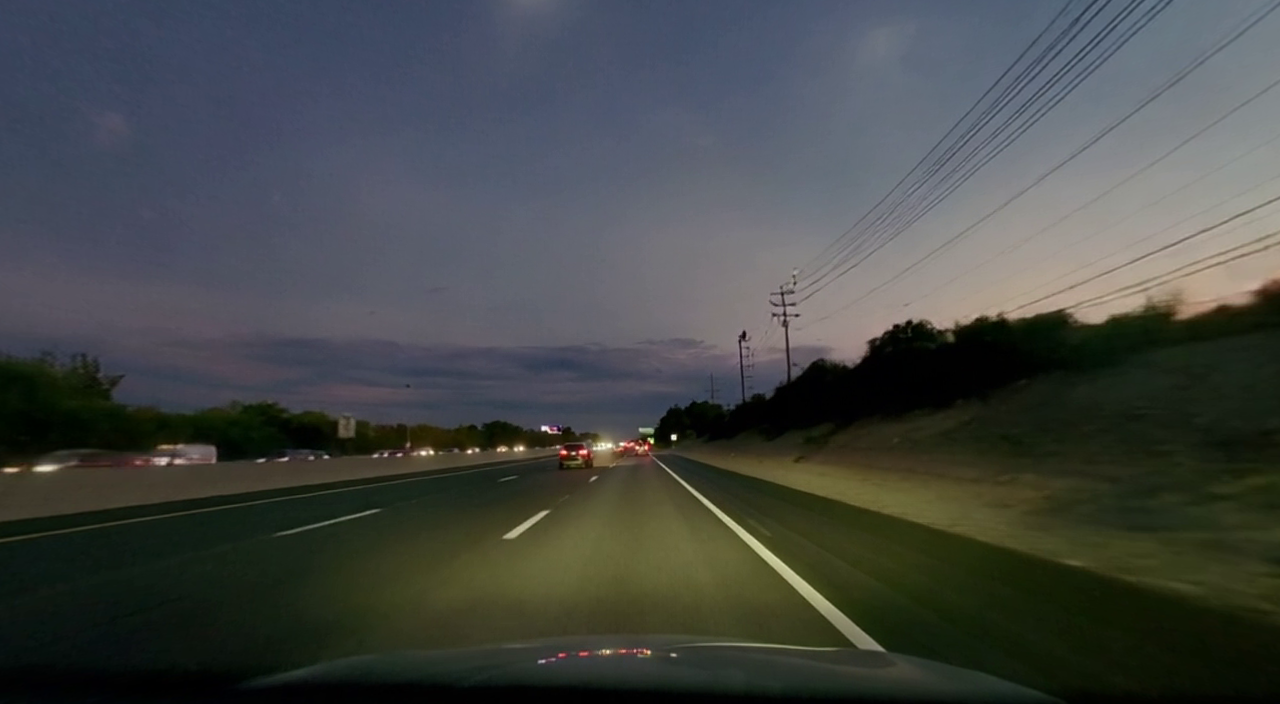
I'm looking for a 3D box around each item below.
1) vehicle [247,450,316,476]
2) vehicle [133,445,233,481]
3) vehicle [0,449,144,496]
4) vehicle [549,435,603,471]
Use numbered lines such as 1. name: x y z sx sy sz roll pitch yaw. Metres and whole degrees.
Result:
1. vehicle: -24.827 7.682 43.784 2.015 1.672 4.634 0 -9 1
2. vehicle: -35.775 8.670 49.635 2.863 2.643 6.699 0 -9 -1
3. vehicle: -24.469 5.043 26.939 2.001 1.787 5.480 0 -9 0
4. vehicle: -3.709 6.021 37.650 2.577 1.939 5.408 0 -9 1
